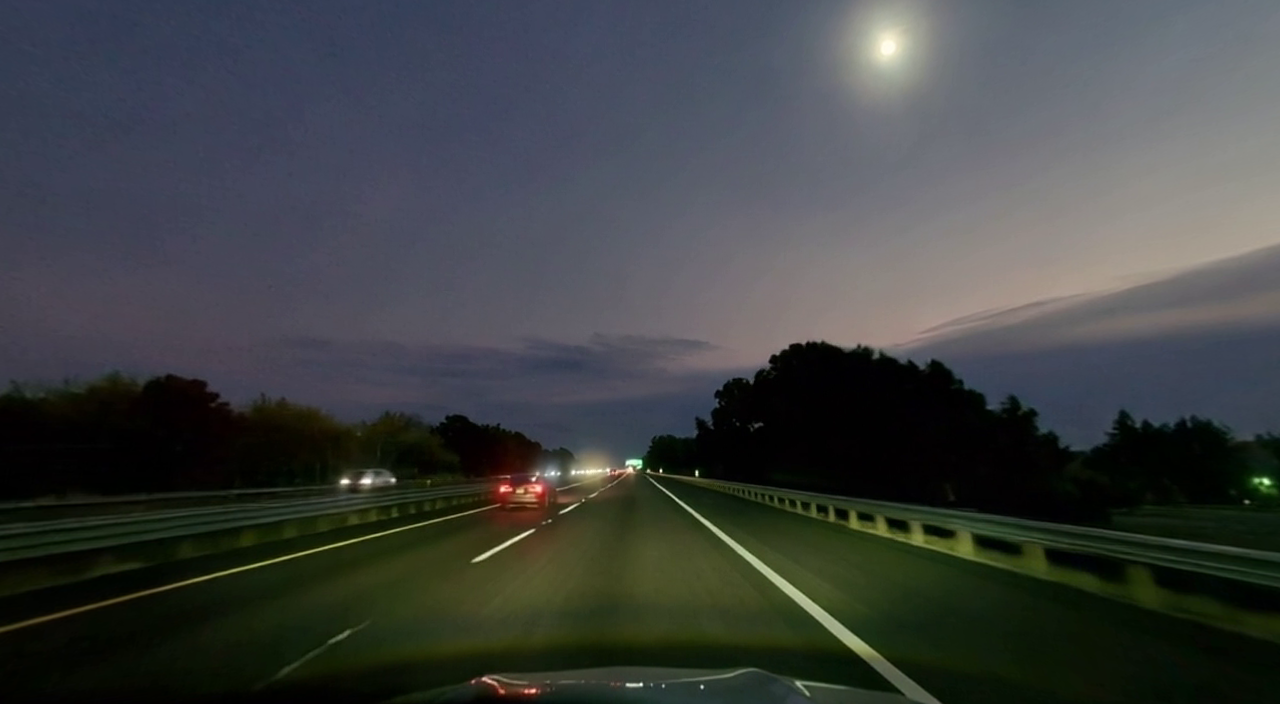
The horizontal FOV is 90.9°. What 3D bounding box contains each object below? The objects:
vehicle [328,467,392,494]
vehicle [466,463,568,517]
[{"bbox_3d":[-17.223,7.912,39.004,1.964,1.529,4.371,1,-11,0],"label":"vehicle"},{"bbox_3d":[-3.735,4.312,20.128,2.146,1.441,5.020,1,-11,1],"label":"vehicle"}]
